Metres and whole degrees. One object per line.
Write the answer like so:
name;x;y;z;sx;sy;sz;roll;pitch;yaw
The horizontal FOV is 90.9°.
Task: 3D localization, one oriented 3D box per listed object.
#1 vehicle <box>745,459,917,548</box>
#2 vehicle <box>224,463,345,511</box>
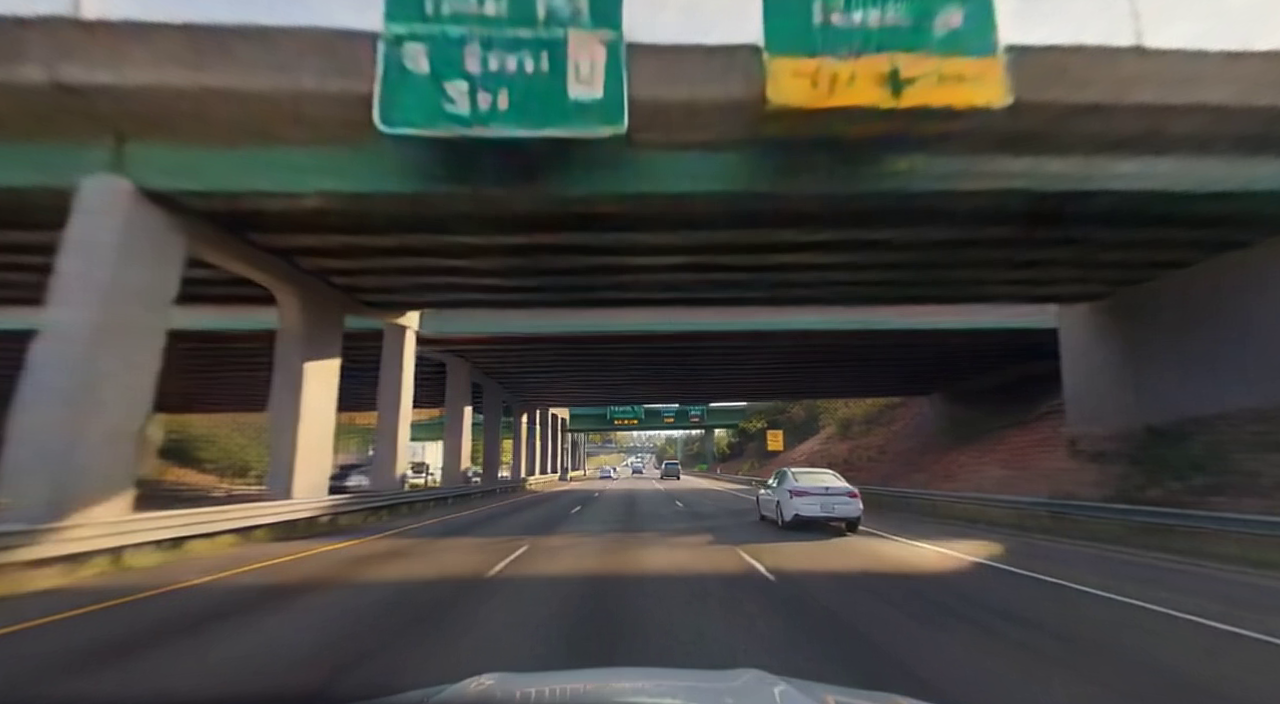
vehicle;3.645;3.007;13.051;2.051;1.472;4.547;1;-10;-1
vehicle;-12.162;4.630;21.874;1.858;1.446;3.923;1;-10;0
